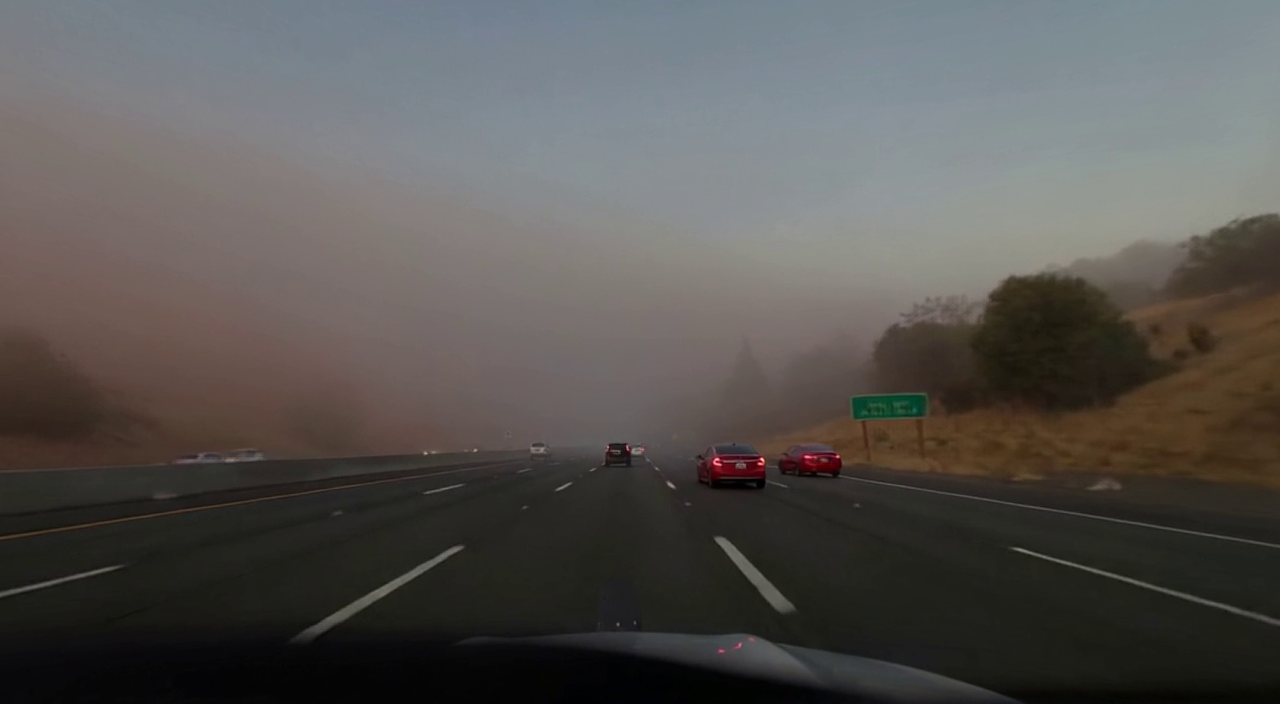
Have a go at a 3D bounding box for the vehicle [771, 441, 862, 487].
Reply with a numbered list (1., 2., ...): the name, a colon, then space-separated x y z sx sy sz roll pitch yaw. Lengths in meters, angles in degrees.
1. vehicle: 6.089 3.886 22.357 1.845 1.452 4.352 0 -8 -2

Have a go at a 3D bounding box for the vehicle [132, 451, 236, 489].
1. vehicle: -26.380 6.801 36.806 2.390 1.856 4.803 1 -8 0

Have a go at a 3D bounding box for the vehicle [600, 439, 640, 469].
1. vehicle: -1.129 6.021 37.386 2.277 1.675 4.023 0 -8 0

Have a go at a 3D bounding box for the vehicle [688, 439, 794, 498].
1. vehicle: 2.769 3.328 18.572 2.120 1.492 4.734 0 -8 -2
